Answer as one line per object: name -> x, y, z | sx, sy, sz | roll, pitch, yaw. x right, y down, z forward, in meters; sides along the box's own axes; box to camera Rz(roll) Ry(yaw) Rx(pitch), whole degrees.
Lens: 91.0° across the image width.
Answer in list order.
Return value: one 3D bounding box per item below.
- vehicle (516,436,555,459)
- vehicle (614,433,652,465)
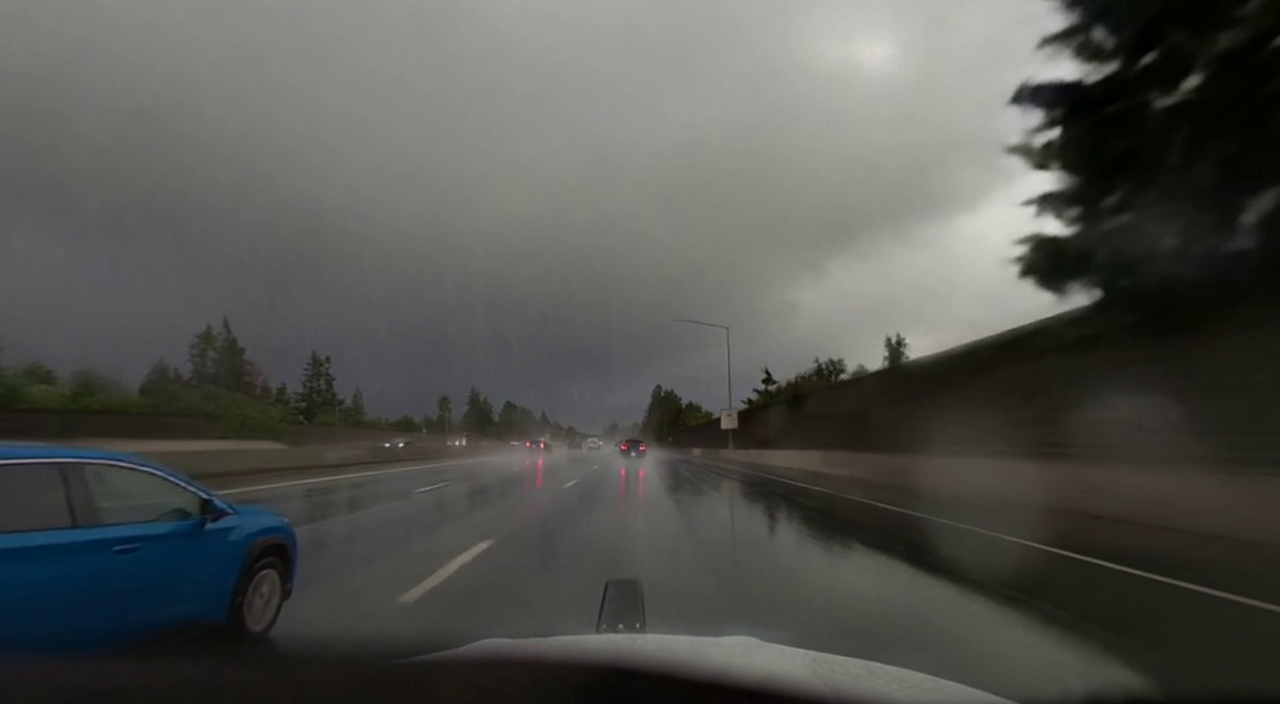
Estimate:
vehicle -> -7.513, 6.962, 45.872 | 2.019, 1.523, 4.396 | 0, -8, 1
vehicle -> -0.383, 5.691, 36.987 | 2.141, 1.706, 4.065 | 0, -8, 0
